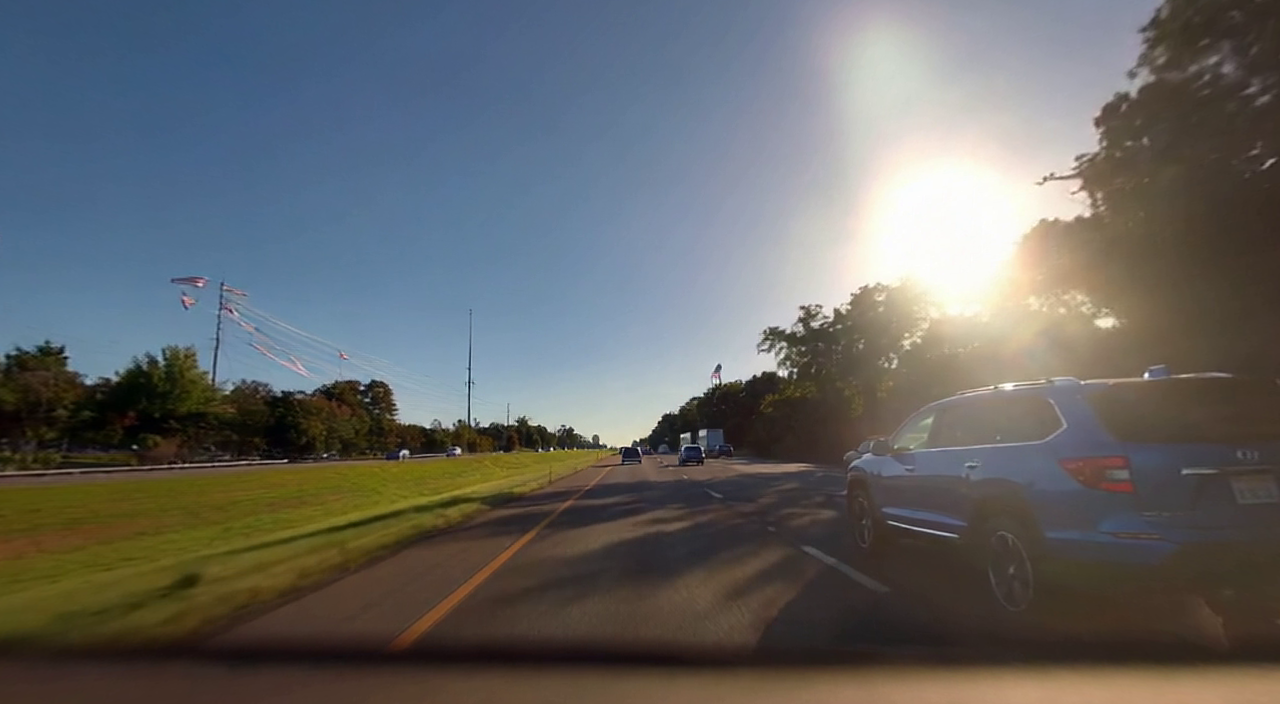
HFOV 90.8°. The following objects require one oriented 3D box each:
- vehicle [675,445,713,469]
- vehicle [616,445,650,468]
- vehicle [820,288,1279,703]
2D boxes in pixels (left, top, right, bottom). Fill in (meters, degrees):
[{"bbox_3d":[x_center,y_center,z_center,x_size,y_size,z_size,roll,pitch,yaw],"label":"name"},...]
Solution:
[{"bbox_3d":[3.396,6.720,40.688,1.978,1.488,4.252,0,-8,-1],"label":"vehicle"},{"bbox_3d":[-0.447,6.785,41.183,2.085,1.449,3.860,0,-8,-1],"label":"vehicle"},{"bbox_3d":[3.798,1.147,5.739,2.461,2.013,6.075,0,-8,-1],"label":"vehicle"}]
